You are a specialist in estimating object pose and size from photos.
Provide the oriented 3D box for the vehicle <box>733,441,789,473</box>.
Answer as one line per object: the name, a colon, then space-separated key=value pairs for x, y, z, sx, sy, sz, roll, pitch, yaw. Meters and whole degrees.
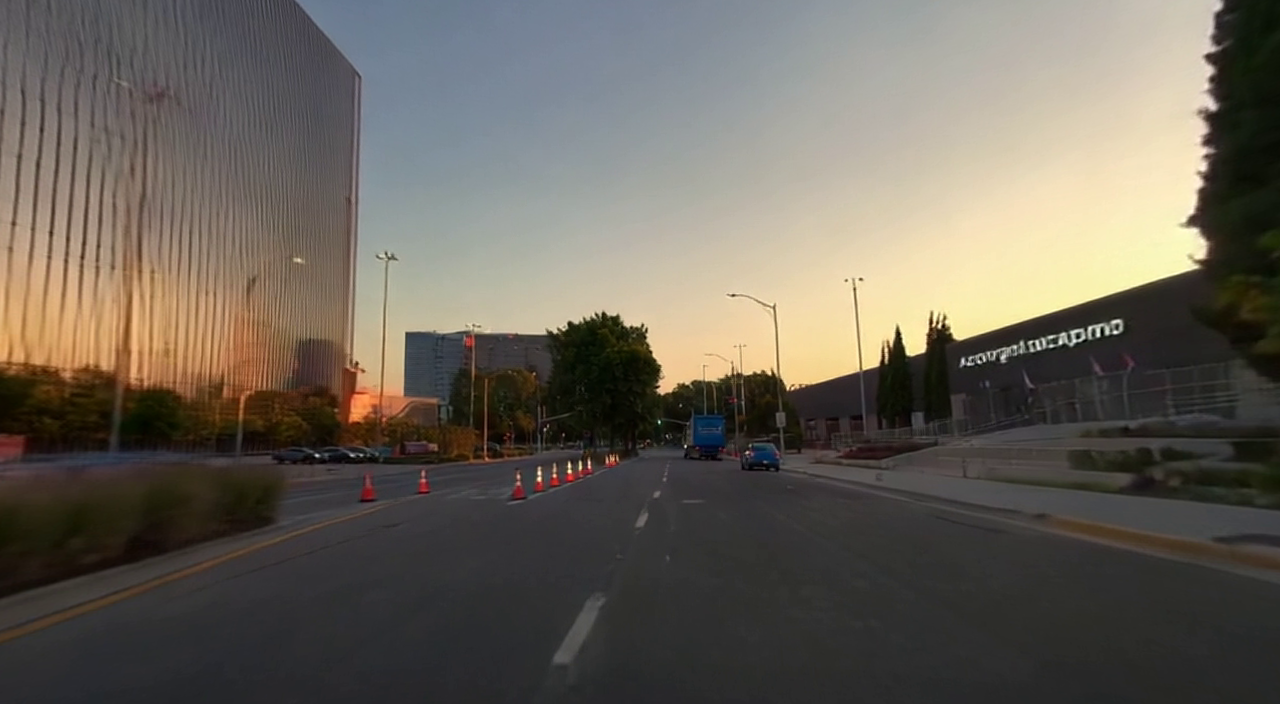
vehicle: x=6.454 y=5.639 z=34.255 sx=2.098 sy=1.619 sz=4.433 roll=0 pitch=-8 yaw=-1

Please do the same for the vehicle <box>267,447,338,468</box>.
vehicle: x=-25.352 y=7.926 z=47.603 sx=4.237 sy=1.490 sz=1.901 roll=0 pitch=-8 yaw=-2
